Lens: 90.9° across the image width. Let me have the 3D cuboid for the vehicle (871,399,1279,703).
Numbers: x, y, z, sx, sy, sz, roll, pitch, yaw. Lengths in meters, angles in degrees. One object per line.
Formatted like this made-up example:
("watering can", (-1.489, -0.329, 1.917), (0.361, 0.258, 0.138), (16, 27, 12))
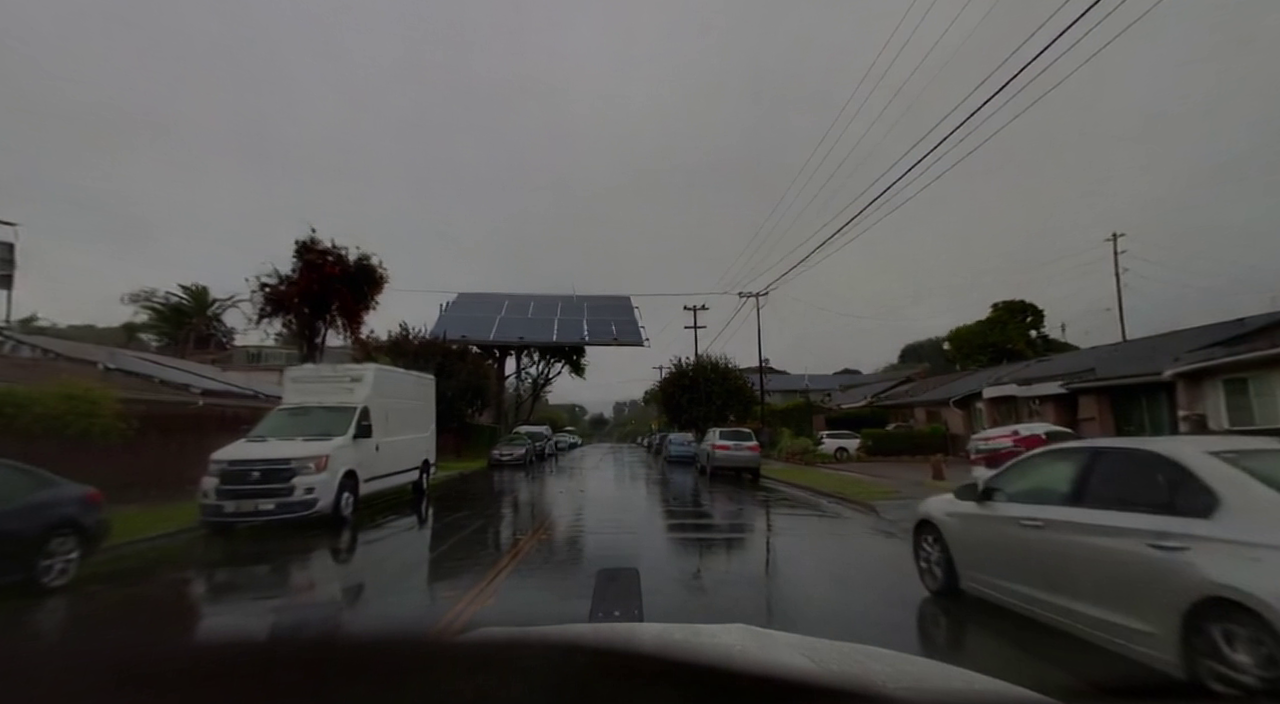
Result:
("vehicle", (3.375, 1.184, 4.361), (1.818, 1.473, 4.862), (0, -8, 2))

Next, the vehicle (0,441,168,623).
("vehicle", (-6.216, 1.468, 4.986), (1.921, 1.470, 4.068), (0, -8, -3))

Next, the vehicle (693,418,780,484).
("vehicle", (2.935, 3.110, 20.258), (1.965, 1.855, 4.677), (0, -8, -1))

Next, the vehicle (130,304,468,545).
("vehicle", (-6.231, 1.586, 13.598), (2.896, 3.648, 8.004), (0, -8, -1))

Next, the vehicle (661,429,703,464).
("vehicle", (2.250, 5.221, 35.087), (1.918, 1.815, 4.400), (0, -8, -2))

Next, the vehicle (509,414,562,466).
("vehicle", (-6.069, 5.177, 36.954), (2.408, 2.782, 3.837), (-2, -8, 0))
